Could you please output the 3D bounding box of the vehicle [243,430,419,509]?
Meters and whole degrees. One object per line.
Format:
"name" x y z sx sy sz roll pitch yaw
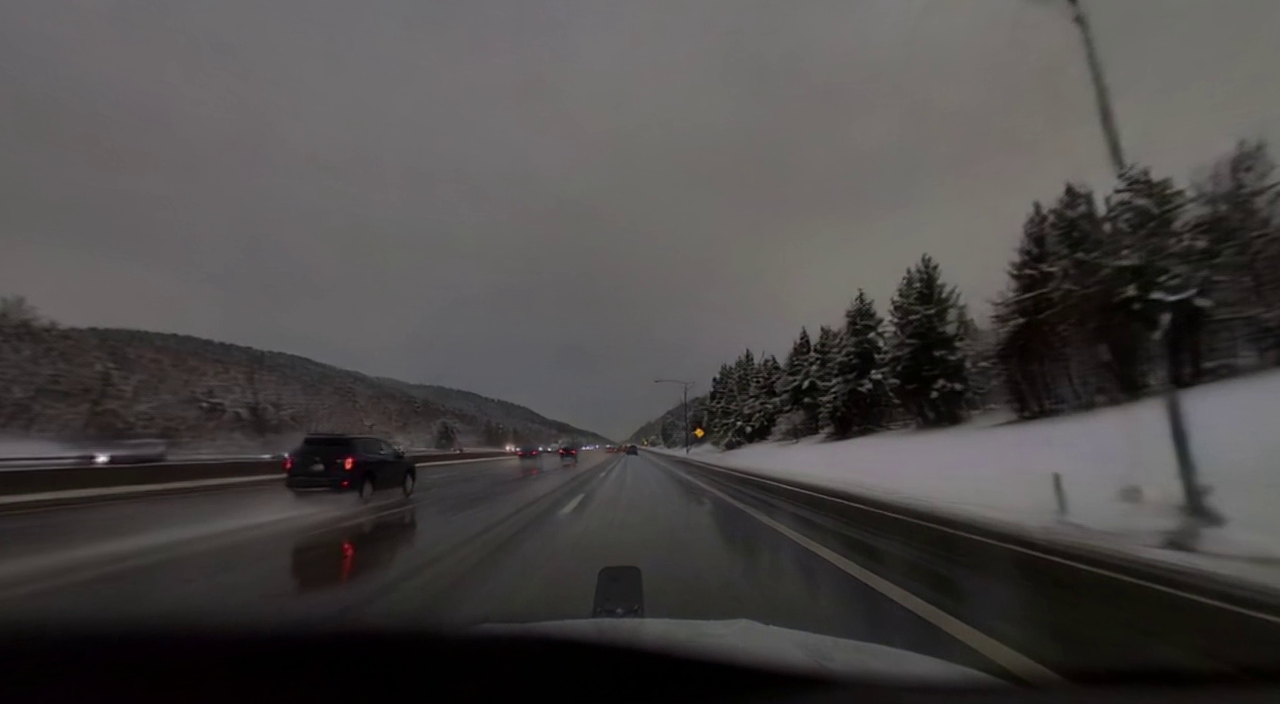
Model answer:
"vehicle" -7.159 2.769 15.242 2.045 1.624 4.338 0 -9 0

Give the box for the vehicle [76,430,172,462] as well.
"vehicle" -38.579 7.096 47.349 2.408 2.235 5.708 0 -9 -1
